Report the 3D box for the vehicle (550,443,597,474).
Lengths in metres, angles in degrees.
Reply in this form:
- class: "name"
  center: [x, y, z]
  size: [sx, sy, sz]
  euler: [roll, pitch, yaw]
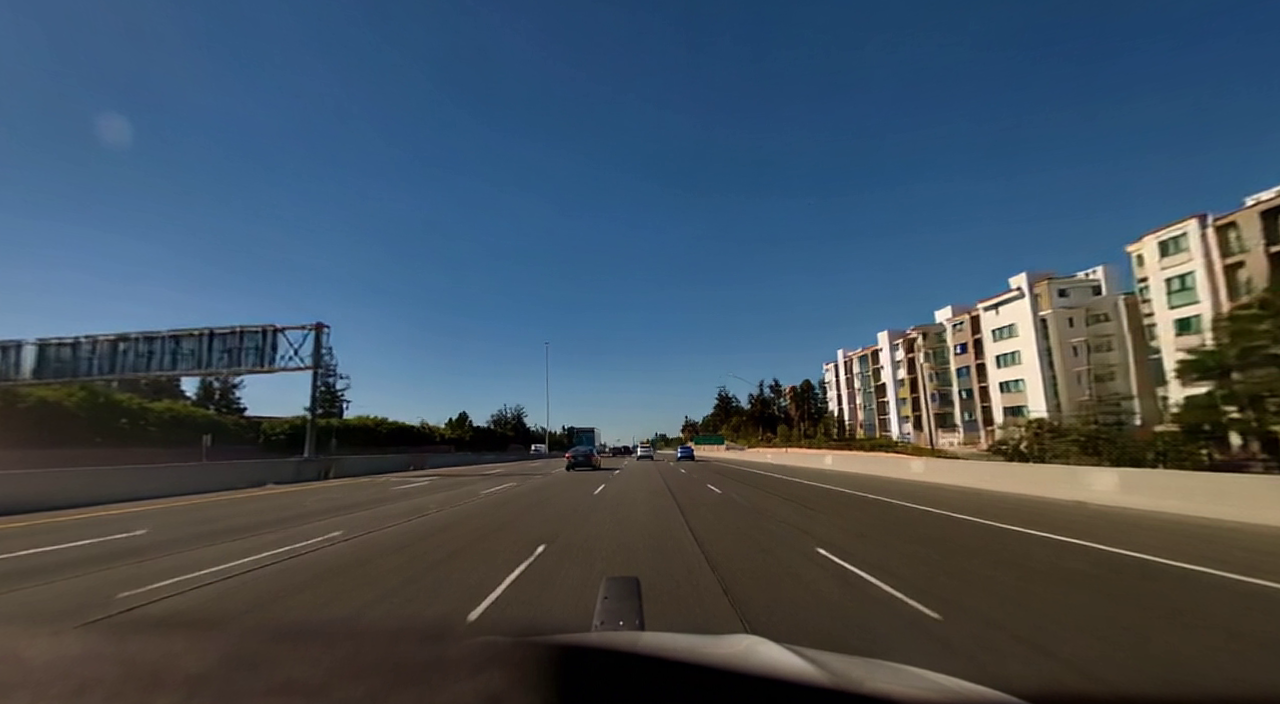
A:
- class: "vehicle"
  center: [-3.686, 6.022, 35.721]
  size: [2.195, 1.630, 4.336]
  euler: [0, -9, 0]
